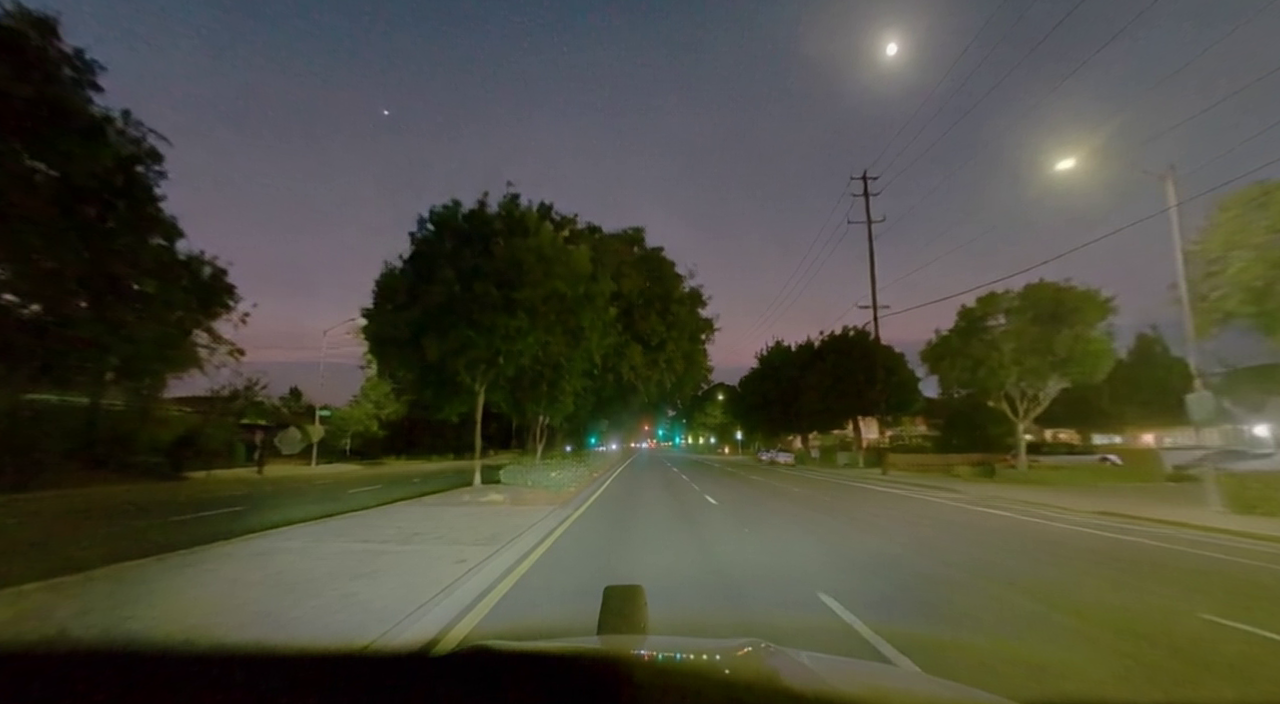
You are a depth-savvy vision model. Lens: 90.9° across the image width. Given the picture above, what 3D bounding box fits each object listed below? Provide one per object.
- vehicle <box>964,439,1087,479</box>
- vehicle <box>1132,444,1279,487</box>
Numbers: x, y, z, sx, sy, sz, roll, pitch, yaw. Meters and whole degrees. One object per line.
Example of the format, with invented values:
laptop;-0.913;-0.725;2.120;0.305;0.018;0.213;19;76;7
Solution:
vehicle;19.212;5.336;31.625;4.655;1.921;2.231;0;-8;0
vehicle;22.619;4.460;25.094;4.170;1.598;2.010;-2;-9;12
